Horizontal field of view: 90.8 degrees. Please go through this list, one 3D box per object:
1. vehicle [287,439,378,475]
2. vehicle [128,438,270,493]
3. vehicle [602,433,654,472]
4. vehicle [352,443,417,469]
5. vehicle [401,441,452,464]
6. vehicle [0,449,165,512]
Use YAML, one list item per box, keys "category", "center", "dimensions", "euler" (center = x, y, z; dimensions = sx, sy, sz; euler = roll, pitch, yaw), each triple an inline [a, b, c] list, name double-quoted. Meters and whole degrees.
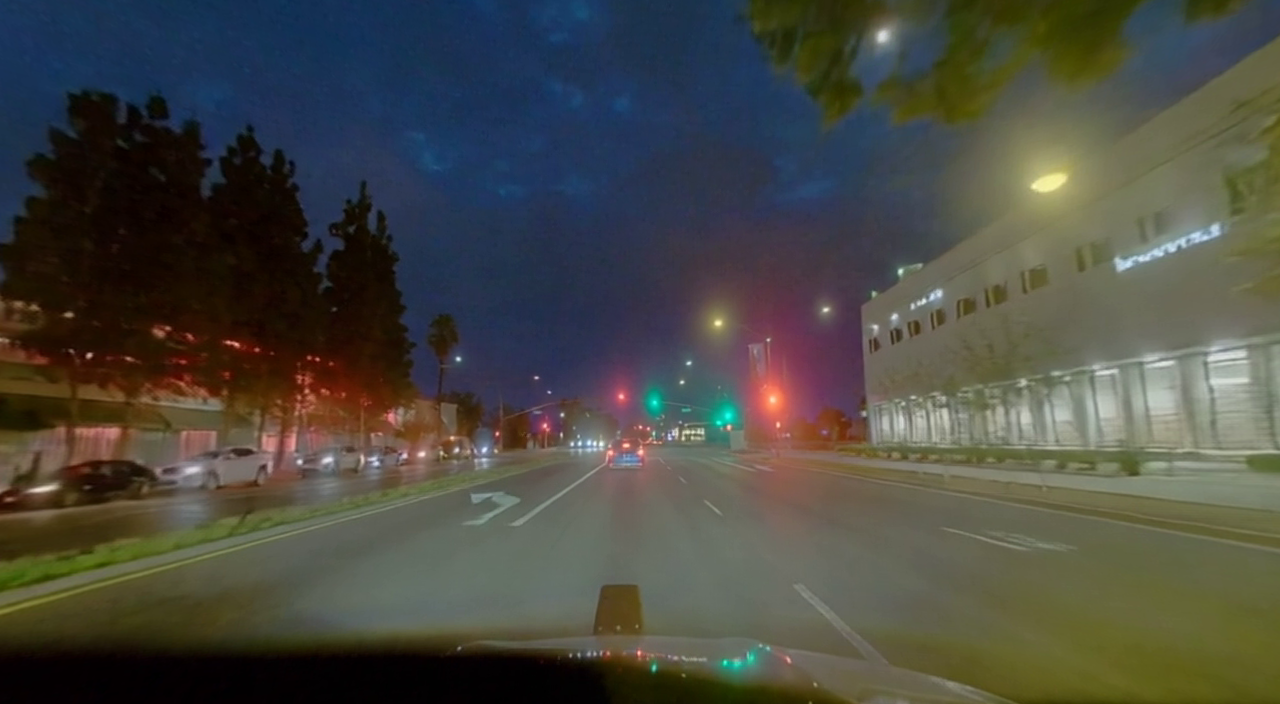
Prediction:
- category: "vehicle"
  center: [-15.722, 5.389, 32.631]
  dimensions: [2.130, 1.692, 4.734]
  euler: [-1, -9, 2]
- category: "vehicle"
  center: [-15.679, 4.059, 22.799]
  dimensions: [1.981, 1.755, 4.113]
  euler: [-1, -9, 3]
- category: "vehicle"
  center: [-0.468, 4.226, 26.629]
  dimensions: [2.045, 1.510, 3.690]
  euler: [0, -9, 0]
- category: "vehicle"
  center: [-15.787, 6.442, 39.350]
  dimensions: [1.931, 1.455, 5.023]
  euler: [0, -9, 0]
- category: "vehicle"
  center: [-15.792, 7.438, 46.961]
  dimensions: [2.131, 1.560, 4.563]
  euler: [0, -9, 0]
- category: "vehicle"
  center: [-15.560, 3.369, 17.096]
  dimensions: [1.980, 1.427, 4.449]
  euler: [0, -9, -1]
